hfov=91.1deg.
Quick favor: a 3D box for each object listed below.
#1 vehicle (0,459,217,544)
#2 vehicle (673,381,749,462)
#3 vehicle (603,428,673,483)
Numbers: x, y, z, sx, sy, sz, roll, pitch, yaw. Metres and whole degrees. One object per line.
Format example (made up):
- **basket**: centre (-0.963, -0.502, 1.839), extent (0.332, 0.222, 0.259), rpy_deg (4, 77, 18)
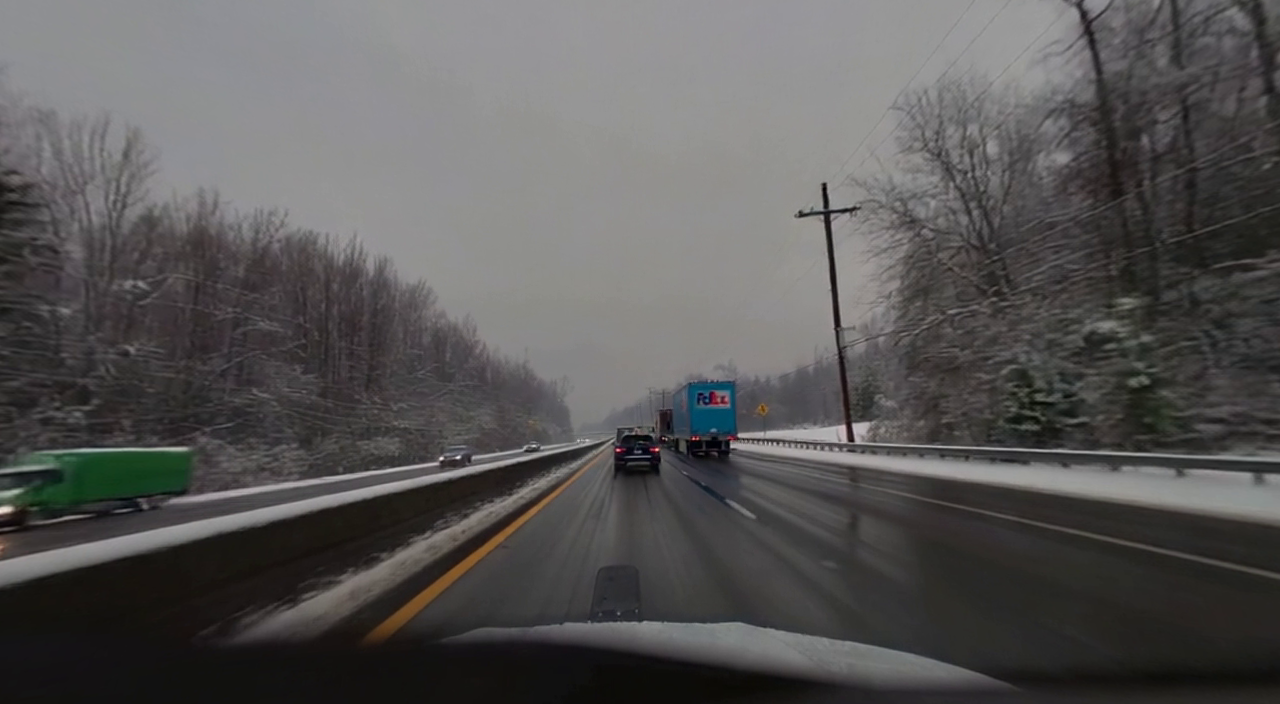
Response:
- **vehicle**: centre (-12.760, 3.513, 15.388), extent (2.066, 1.614, 4.246), rpy_deg (0, -8, -4)
- **vehicle**: centre (3.615, 3.943, 34.613), extent (2.835, 3.872, 8.916), rpy_deg (0, -8, -2)
- **vehicle**: centre (-0.128, 3.297, 20.394), extent (2.062, 1.581, 3.914), rpy_deg (0, -8, -2)
